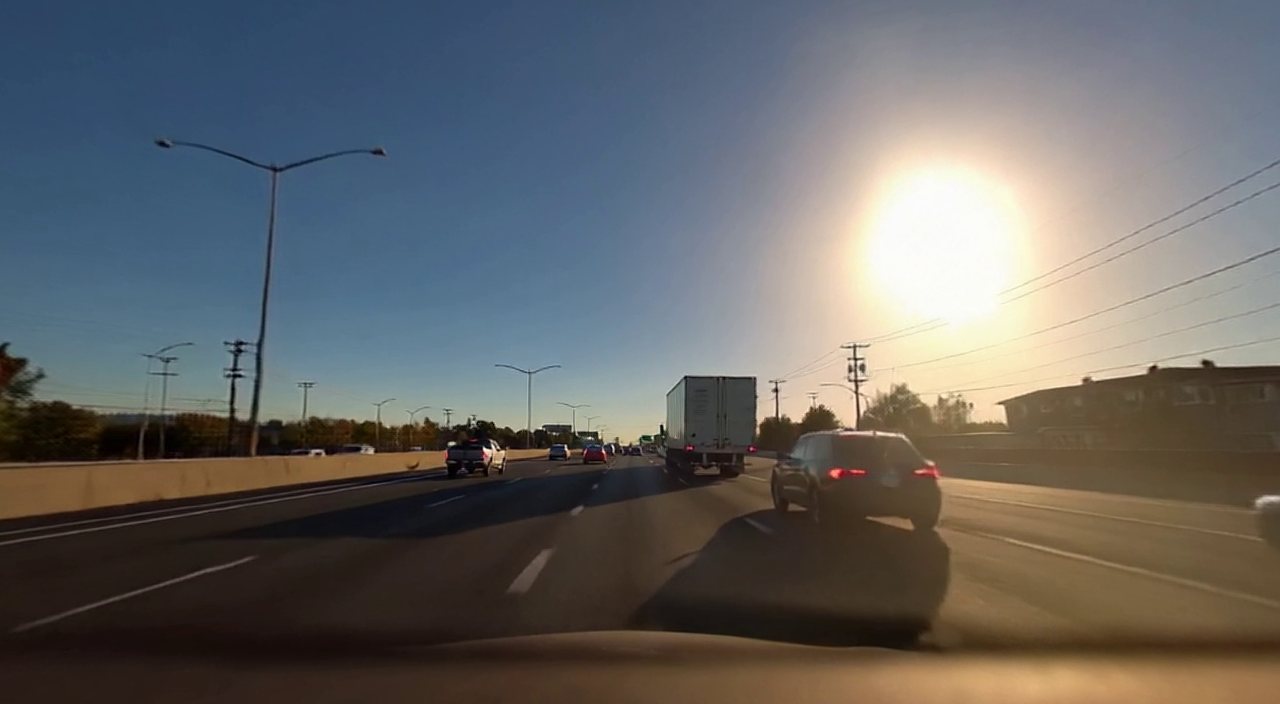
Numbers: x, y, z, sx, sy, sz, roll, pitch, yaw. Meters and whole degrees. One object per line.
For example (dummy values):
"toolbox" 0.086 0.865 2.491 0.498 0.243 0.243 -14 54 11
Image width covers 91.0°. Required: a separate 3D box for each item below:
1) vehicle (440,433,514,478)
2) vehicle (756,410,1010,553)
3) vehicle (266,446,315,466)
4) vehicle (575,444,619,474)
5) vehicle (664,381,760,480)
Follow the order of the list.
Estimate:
"vehicle" -7.217 4.638 28.491 2.147 1.825 4.602 0 -9 -1
"vehicle" 3.519 1.997 10.403 2.182 1.782 4.800 0 -9 -1
"vehicle" -26.573 7.915 47.995 1.613 1.449 3.631 1 -9 0
"vehicle" -2.264 5.784 34.197 2.060 1.508 4.308 0 -8 0
"vehicle" 3.106 4.006 31.143 3.045 3.923 11.834 0 -9 -1
